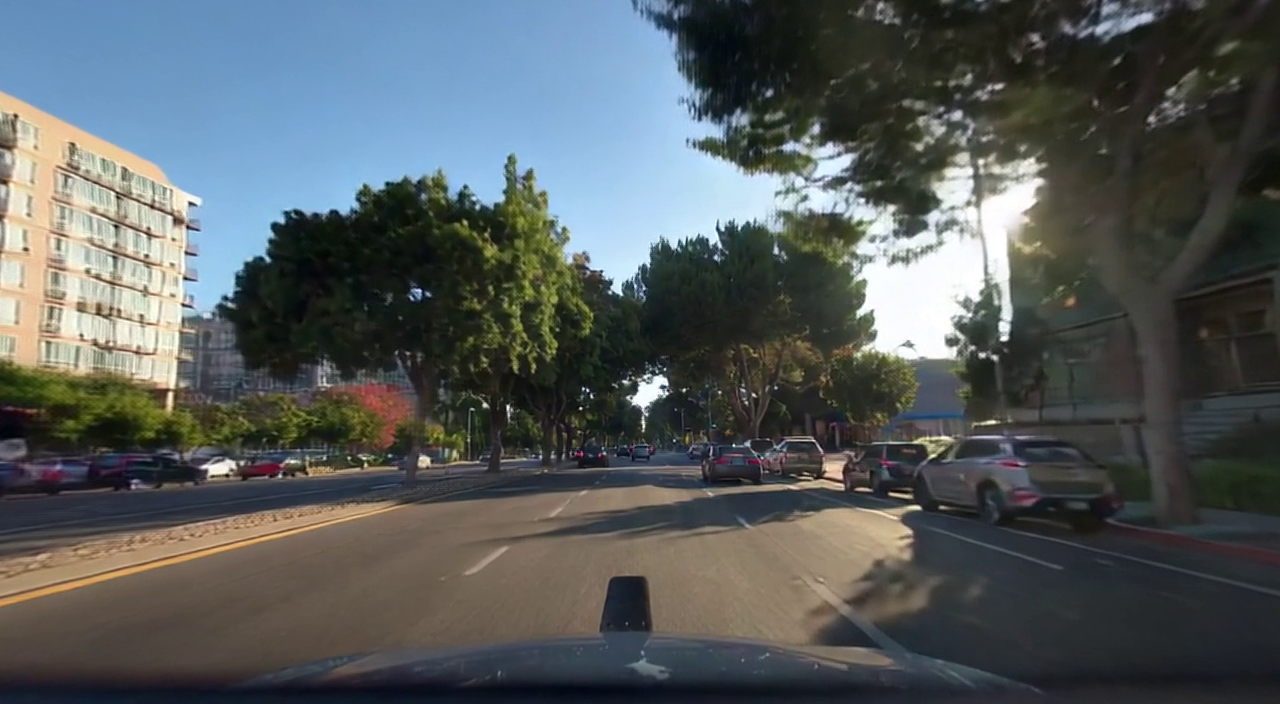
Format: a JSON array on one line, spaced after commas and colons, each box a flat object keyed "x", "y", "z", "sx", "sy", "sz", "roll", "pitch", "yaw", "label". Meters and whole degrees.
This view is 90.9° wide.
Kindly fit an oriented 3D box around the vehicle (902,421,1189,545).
[{"x": 6.835, "y": 2.250, "z": 11.513, "sx": 2.023, "sy": 1.758, "sz": 4.795, "roll": 0, "pitch": -9, "yaw": 0, "label": "vehicle"}]

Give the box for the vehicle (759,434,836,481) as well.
[{"x": 6.916, "y": 4.672, "z": 28.215, "sx": 2.215, "sy": 1.909, "sz": 4.875, "roll": 0, "pitch": -9, "yaw": 1, "label": "vehicle"}]

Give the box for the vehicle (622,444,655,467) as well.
[{"x": -0.047, "y": 7.021, "z": 42.763, "sx": 2.101, "sy": 1.480, "sz": 3.929, "roll": 0, "pitch": -9, "yaw": 1, "label": "vehicle"}]

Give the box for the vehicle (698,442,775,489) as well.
[{"x": 3.285, "y": 3.953, "z": 22.382, "sx": 1.990, "sy": 1.486, "sz": 4.431, "roll": 0, "pitch": -9, "yaw": 0, "label": "vehicle"}]

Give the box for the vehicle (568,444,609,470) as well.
[{"x": -3.049, "y": 6.370, "z": 38.364, "sx": 2.082, "sy": 1.467, "sz": 4.379, "roll": 0, "pitch": -9, "yaw": 1, "label": "vehicle"}]

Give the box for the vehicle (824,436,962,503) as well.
[{"x": 6.914, "y": 3.243, "z": 17.807, "sx": 2.072, "sy": 1.631, "sz": 4.246, "roll": 0, "pitch": -9, "yaw": -1, "label": "vehicle"}]

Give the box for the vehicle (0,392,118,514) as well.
[{"x": -19.185, "y": 2.696, "z": 16.742, "sx": 2.780, "sy": 3.339, "sz": 8.934, "roll": 0, "pitch": -9, "yaw": 1, "label": "vehicle"}]
